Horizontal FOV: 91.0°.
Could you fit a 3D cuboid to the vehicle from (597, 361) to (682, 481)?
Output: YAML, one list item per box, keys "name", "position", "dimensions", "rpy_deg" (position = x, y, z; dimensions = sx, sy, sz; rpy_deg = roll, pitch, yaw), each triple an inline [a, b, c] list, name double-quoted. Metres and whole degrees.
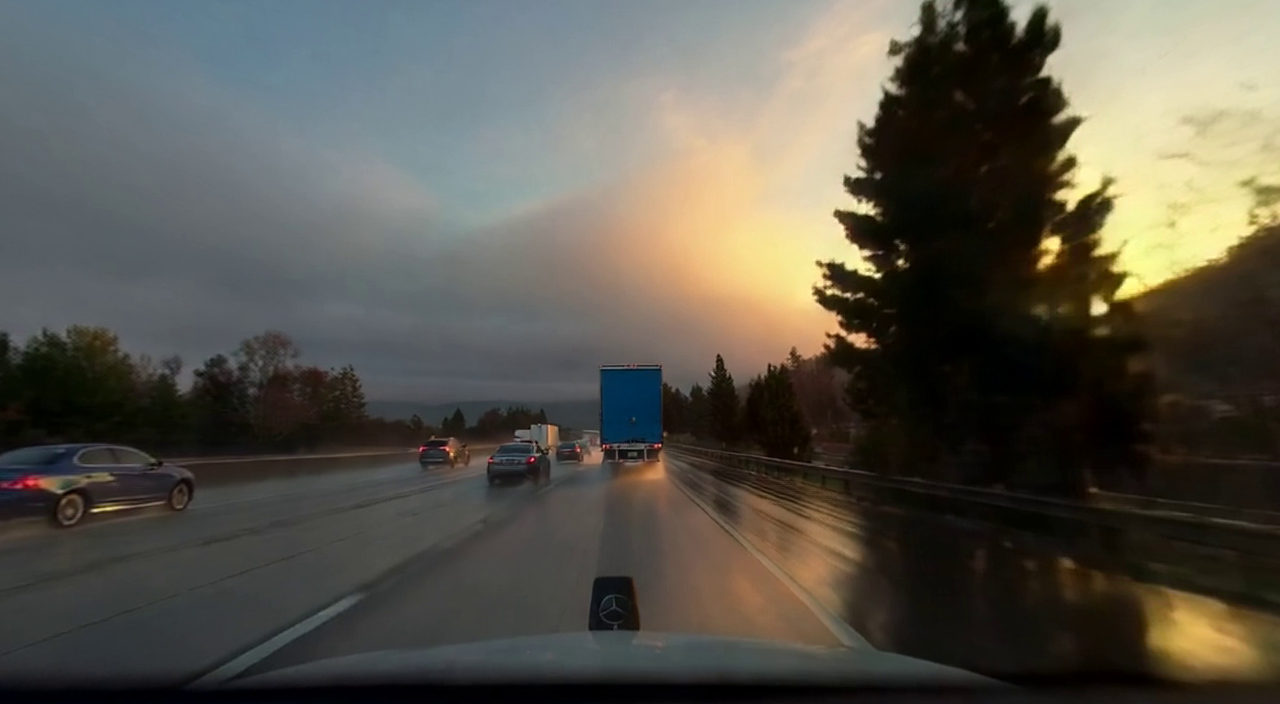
- name: "vehicle"
  position: [-0.205, 3.106, 27.002]
  dimensions: [2.913, 4.113, 10.724]
  rpy_deg: [0, -8, -2]

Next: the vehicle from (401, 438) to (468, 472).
- name: "vehicle"
  position: [-10.283, 5.168, 31.756]
  dimensions: [1.952, 1.590, 4.090]
  rpy_deg: [0, -8, 1]

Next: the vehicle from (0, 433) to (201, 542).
- name: "vehicle"
  position: [-10.042, 2.183, 10.712]
  dimensions: [1.899, 1.517, 4.554]
  rpy_deg: [0, -8, -1]

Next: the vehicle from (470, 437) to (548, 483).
- name: "vehicle"
  position: [-4.870, 4.068, 24.014]
  dimensions: [2.164, 1.582, 3.979]
  rpy_deg: [0, -8, 0]

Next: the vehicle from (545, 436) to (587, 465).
- name: "vehicle"
  position: [-4.603, 6.168, 39.609]
  dimensions: [2.158, 1.680, 4.087]
  rpy_deg: [0, -8, 0]
